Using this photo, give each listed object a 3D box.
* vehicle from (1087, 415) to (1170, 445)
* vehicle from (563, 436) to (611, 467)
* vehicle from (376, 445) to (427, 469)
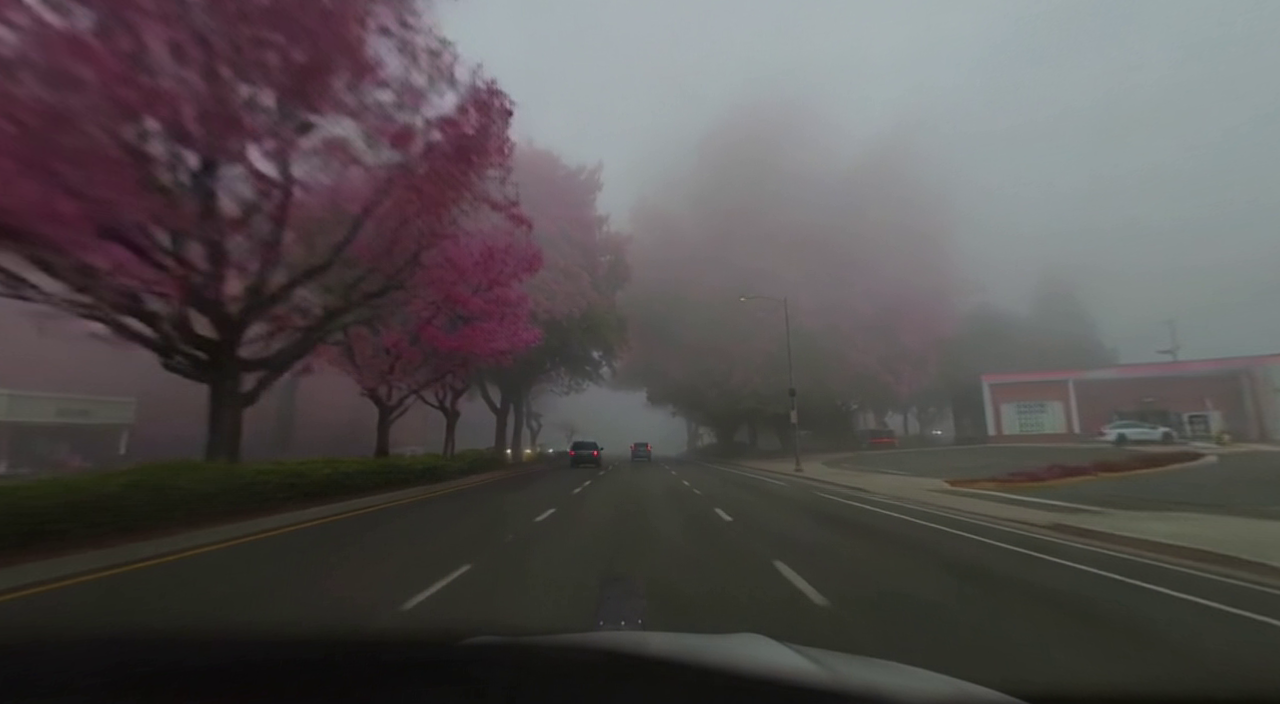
[{"bbox_3d":[27.415,4.427,35.194,4.677,1.583,1.955,5,-10,-30],"label":"vehicle"},{"bbox_3d":[-3.297,6.291,40.011,2.453,1.844,4.751,0,-8,2],"label":"vehicle"},{"bbox_3d":[-18.212,7.997,48.142,2.111,1.702,4.543,0,-8,0],"label":"vehicle"}]
